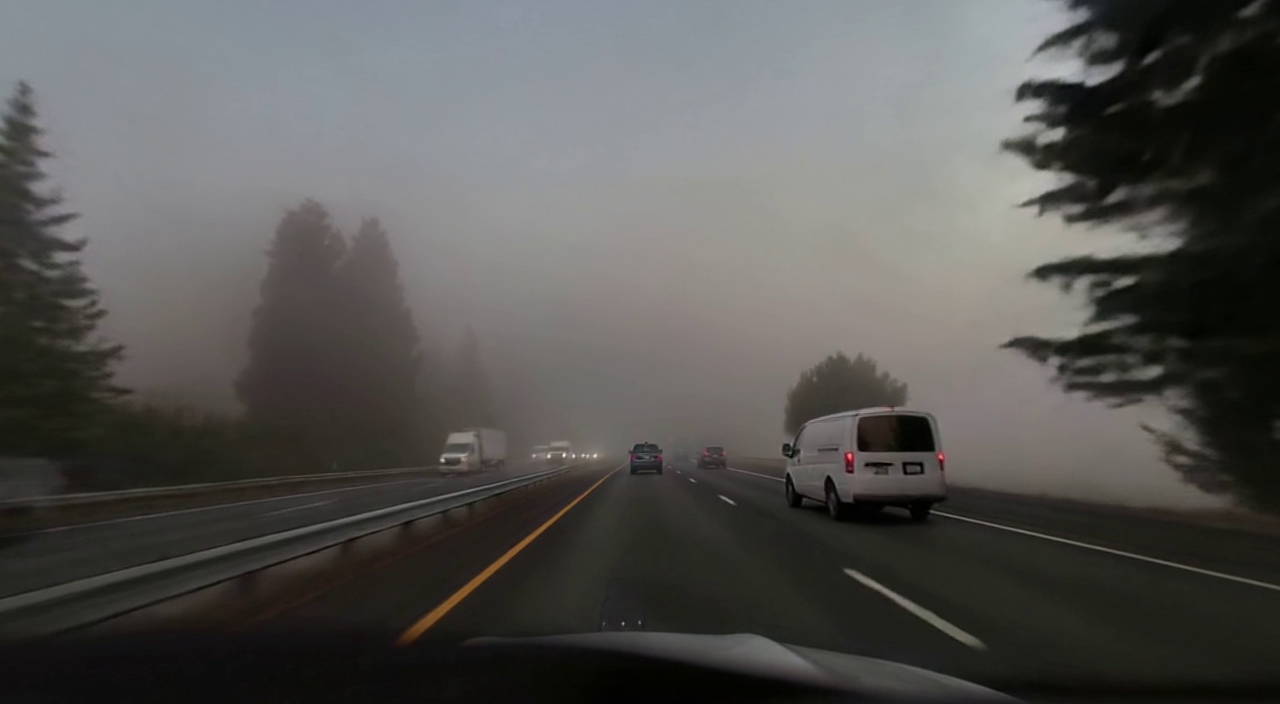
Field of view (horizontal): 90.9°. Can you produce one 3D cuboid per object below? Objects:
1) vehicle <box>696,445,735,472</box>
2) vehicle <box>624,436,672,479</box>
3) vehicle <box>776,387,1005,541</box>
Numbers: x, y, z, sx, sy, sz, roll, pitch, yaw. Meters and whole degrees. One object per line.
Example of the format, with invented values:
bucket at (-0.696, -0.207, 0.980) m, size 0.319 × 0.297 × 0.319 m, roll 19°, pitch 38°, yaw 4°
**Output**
vehicle at (4.597, 6.546, 38.994) m, size 1.868 × 1.566 × 3.509 m, roll 0°, pitch -9°, yaw -2°
vehicle at (0.379, 5.092, 30.616) m, size 2.143 × 1.925 × 4.101 m, roll 0°, pitch -9°, yaw 0°
vehicle at (4.265, 2.032, 11.866) m, size 2.232 × 2.290 × 4.720 m, roll 0°, pitch -9°, yaw -1°
